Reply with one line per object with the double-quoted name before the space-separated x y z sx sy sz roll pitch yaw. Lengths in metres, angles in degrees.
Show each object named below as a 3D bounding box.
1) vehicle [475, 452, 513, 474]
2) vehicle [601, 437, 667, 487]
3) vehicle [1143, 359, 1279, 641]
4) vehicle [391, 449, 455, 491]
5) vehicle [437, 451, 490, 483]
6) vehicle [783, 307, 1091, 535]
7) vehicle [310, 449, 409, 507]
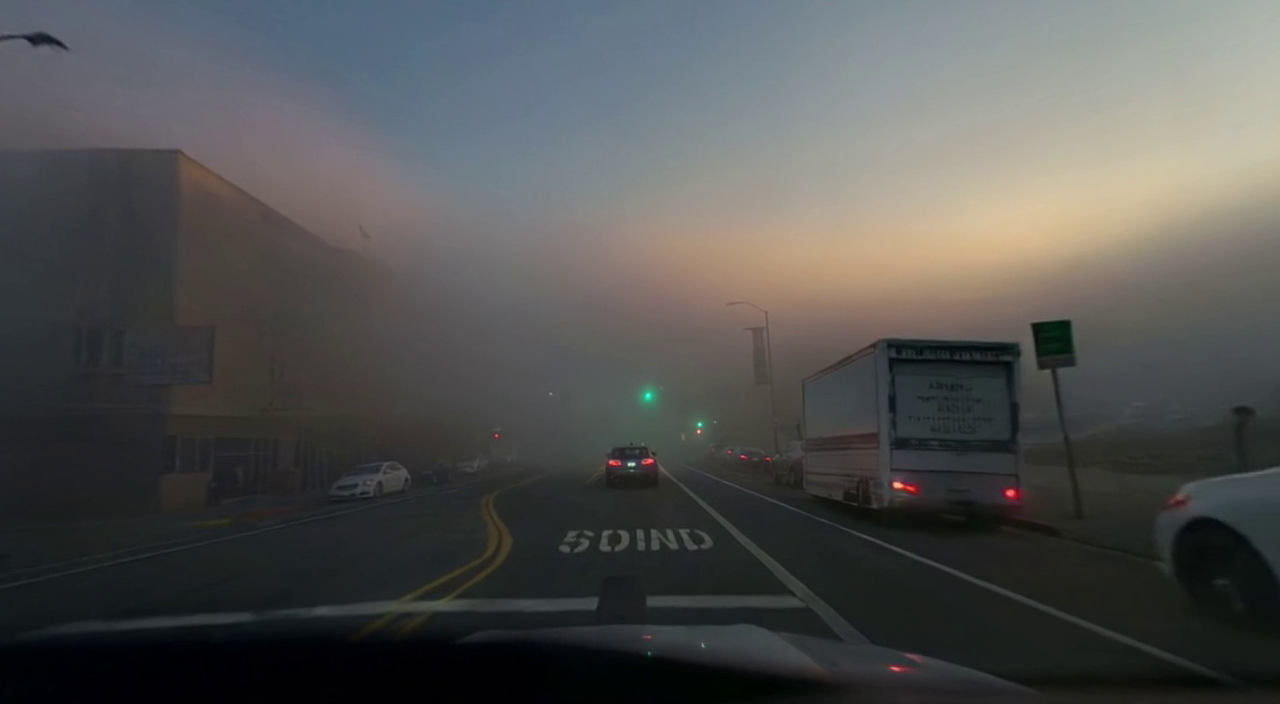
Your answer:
"vehicle" -11.186 8.504 48.668 1.868 1.502 4.626 0 -8 -1
"vehicle" -0.198 3.799 22.161 2.086 1.575 4.205 0 -8 0
"vehicle" 5.585 0.741 2.491 2.367 1.917 5.810 0 -8 0
"vehicle" -11.472 6.230 33.748 1.872 1.731 4.656 -4 -6 -2
"vehicle" -11.190 7.305 40.361 1.920 1.498 4.591 -5 -6 2
"vehicle" 5.428 1.570 13.548 2.893 3.553 7.295 0 -8 -1
"vehicle" -11.327 5.053 25.843 2.055 1.685 4.370 -5 -6 -1
